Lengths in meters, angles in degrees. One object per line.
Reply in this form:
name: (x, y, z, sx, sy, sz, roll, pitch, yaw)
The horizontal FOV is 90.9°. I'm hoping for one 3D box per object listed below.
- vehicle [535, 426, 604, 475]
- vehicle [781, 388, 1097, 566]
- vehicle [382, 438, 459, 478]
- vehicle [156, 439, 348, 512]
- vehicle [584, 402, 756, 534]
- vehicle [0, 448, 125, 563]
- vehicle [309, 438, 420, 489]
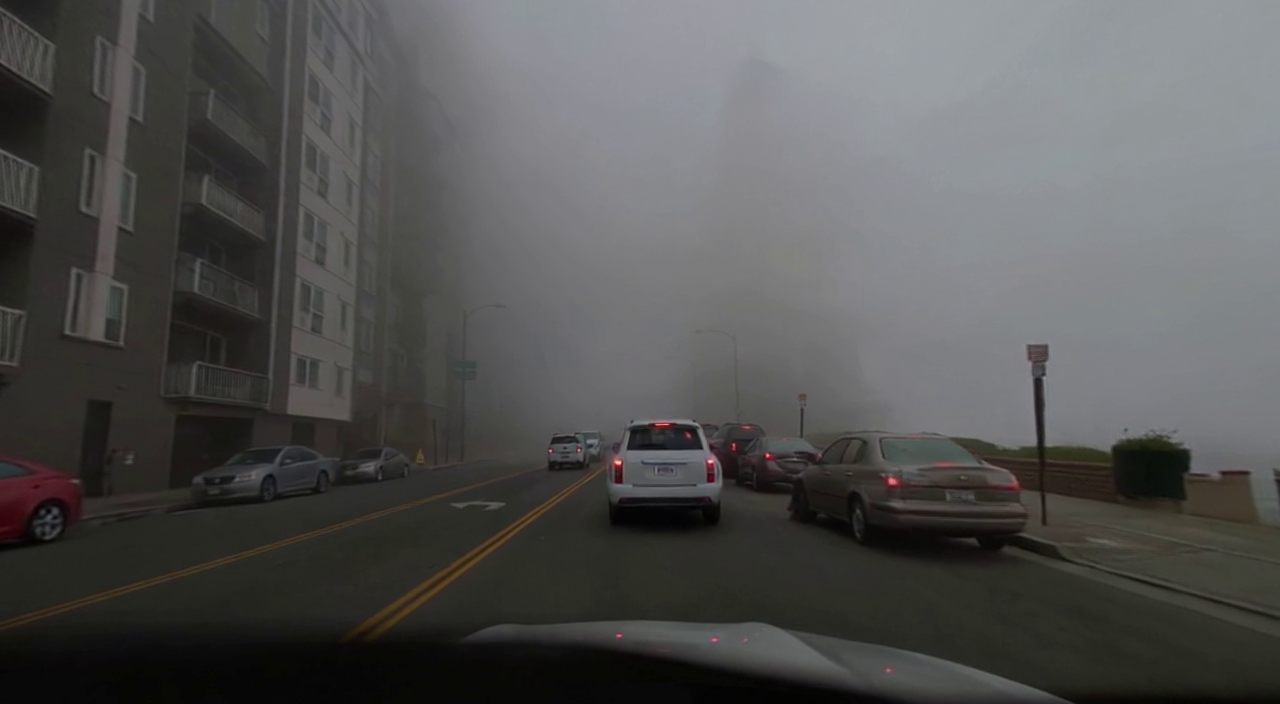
vehicle: (-2.688, 3.894, 25.031, 2.219, 1.746, 4.197, 0, -8, 0)
vehicle: (3.627, 1.630, 8.898, 2.158, 1.828, 4.573, 0, -8, 0)
vehicle: (-9.220, 4.472, 26.854, 1.900, 1.577, 4.172, 0, -8, -1)
vehicle: (-9.428, 3.003, 15.863, 2.002, 1.546, 4.339, 0, -8, 1)
vehicle: (0.421, 1.841, 10.455, 2.261, 1.740, 4.065, 0, -8, 1)
vehicle: (-9.314, 1.967, 7.961, 2.021, 1.474, 4.337, 0, -8, -2)
vehicle: (-9.352, 3.799, 21.846, 1.955, 1.555, 4.424, 0, -8, -2)
